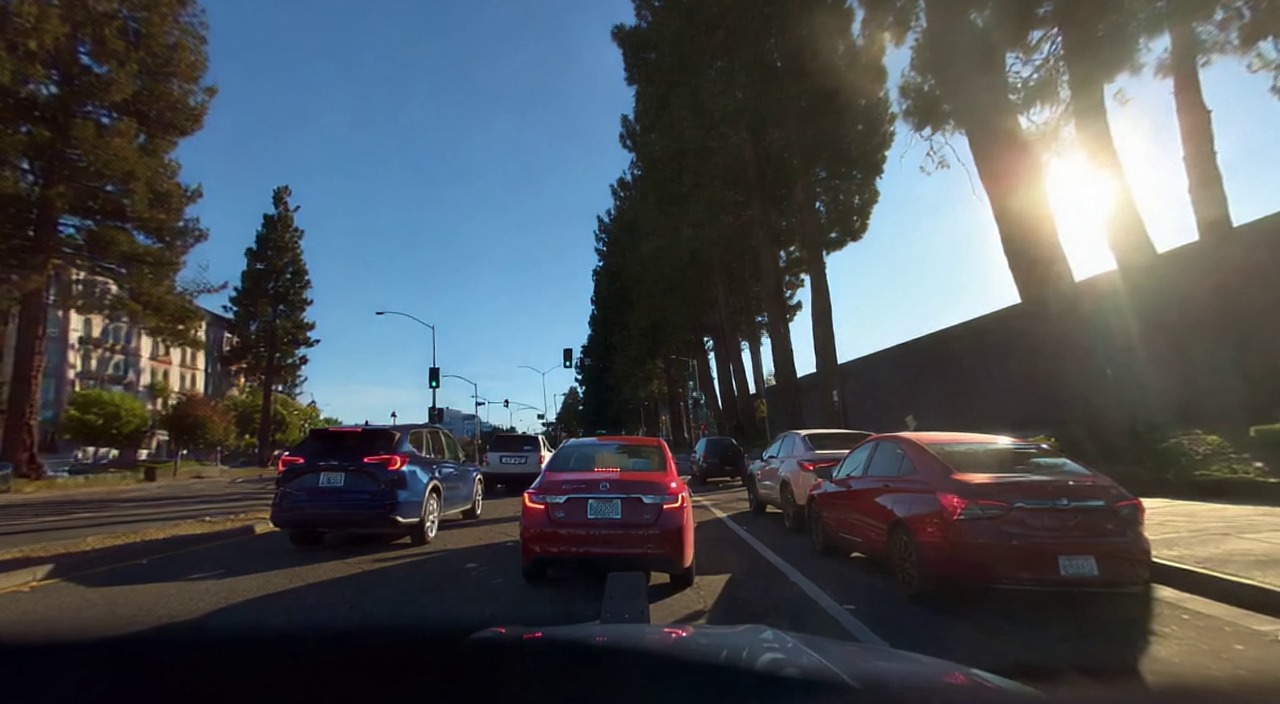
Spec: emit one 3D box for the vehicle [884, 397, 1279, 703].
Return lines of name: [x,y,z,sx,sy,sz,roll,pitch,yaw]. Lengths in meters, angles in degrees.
vehicle: [3.245,1.072,3.380,2.045,1.459,4.462,0,-8,-1]

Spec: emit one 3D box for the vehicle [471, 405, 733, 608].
vehicle: [-0.352,1.585,7.420,2.114,1.631,4.459,0,-8,-1]

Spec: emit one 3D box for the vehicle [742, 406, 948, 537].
vehicle: [3.344,2.082,11.530,2.117,1.879,4.715,0,-8,-1]

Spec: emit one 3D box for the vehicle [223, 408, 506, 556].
vehicle: [-3.752,1.884,9.862,2.141,1.718,4.809,0,-8,1]
